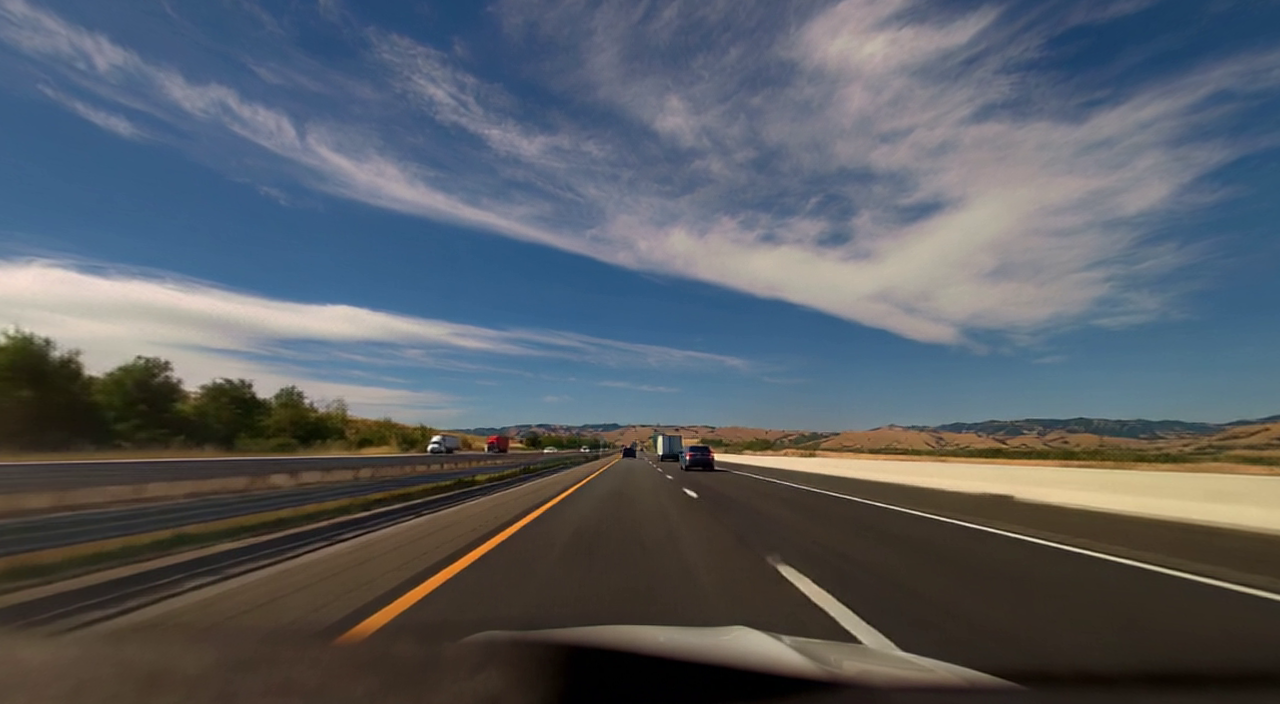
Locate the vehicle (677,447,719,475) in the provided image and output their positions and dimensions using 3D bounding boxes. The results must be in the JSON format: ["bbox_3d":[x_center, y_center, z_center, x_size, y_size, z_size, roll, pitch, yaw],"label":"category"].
[{"bbox_3d":[3.128,5.985,34.738,1.836,1.459,3.766,0,-9,-2],"label":"vehicle"}]
